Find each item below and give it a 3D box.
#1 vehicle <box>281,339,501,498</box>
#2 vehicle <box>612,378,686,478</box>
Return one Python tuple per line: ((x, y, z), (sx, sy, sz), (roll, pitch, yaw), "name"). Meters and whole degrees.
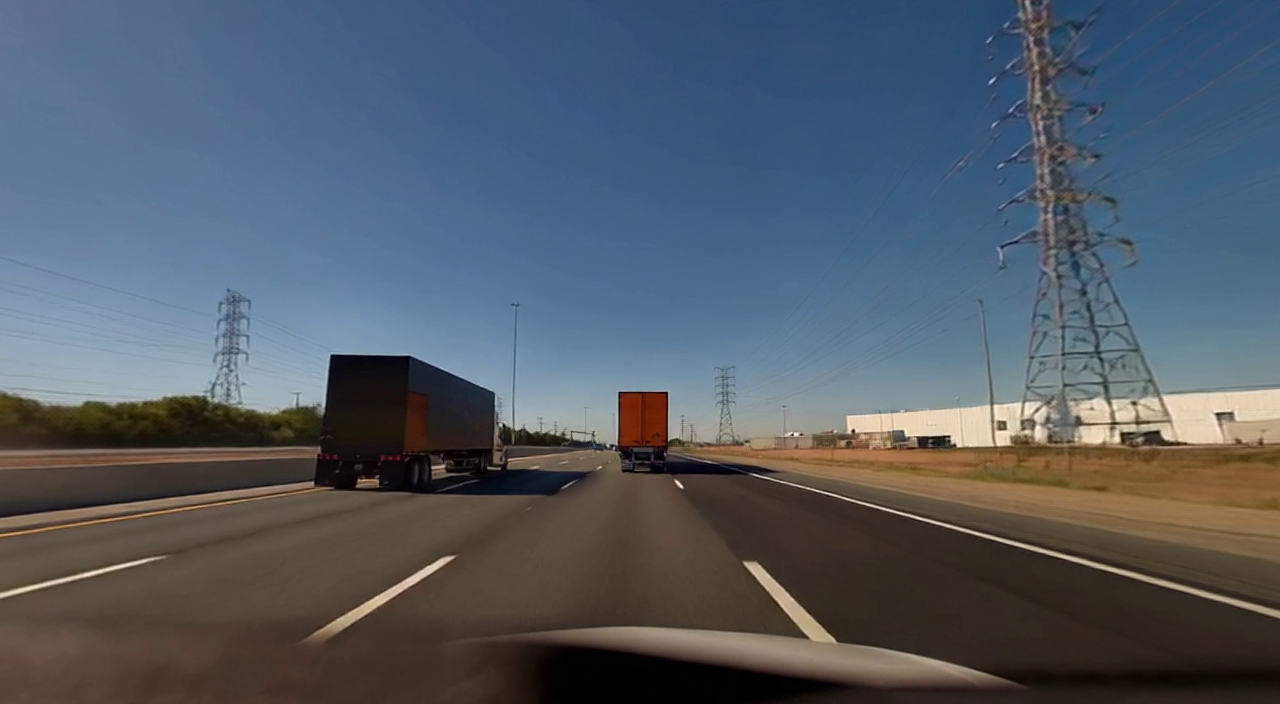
((-7.495, 2.455, 21.567), (2.937, 3.981, 11.119), (-1, -8, 0), "vehicle")
((0.301, 3.703, 29.794), (2.858, 3.847, 10.034), (0, -8, -1), "vehicle")
